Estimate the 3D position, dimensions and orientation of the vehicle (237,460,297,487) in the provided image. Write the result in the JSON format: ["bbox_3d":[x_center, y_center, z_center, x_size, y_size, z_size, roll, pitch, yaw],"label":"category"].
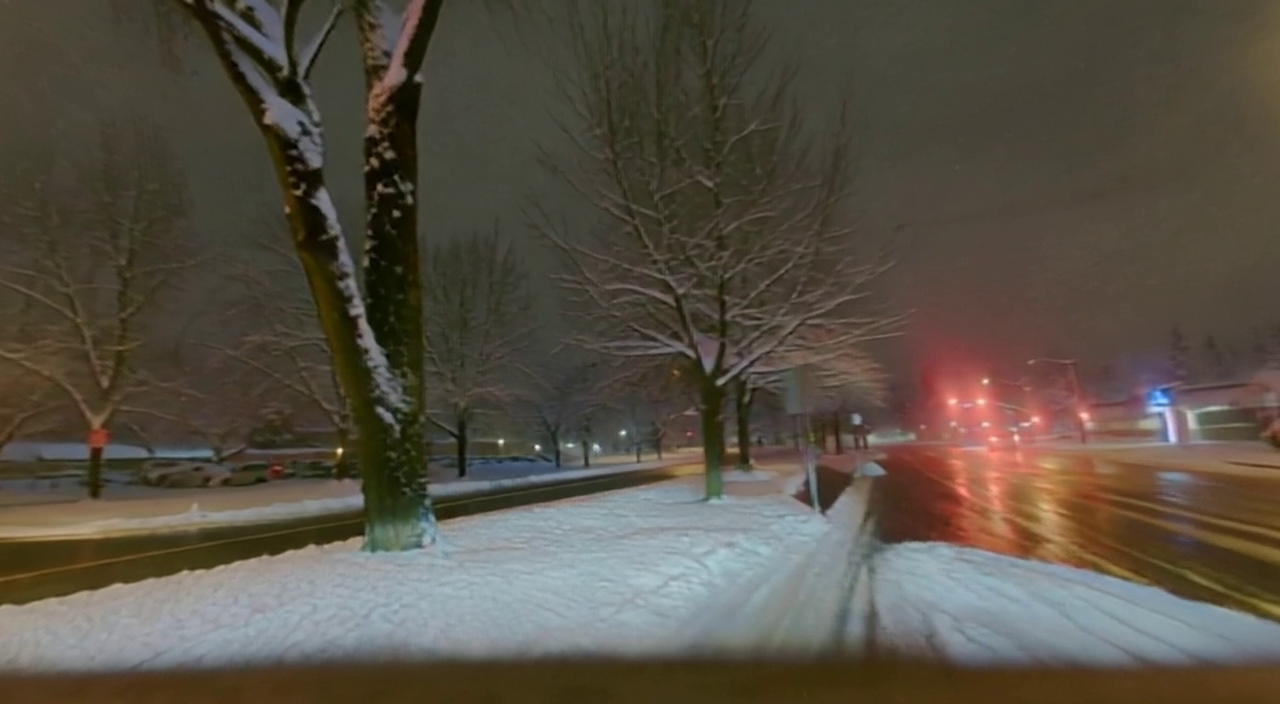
[{"bbox_3d":[-23.969,7.726,40.468,2.121,1.541,5.124,8,-12,-42],"label":"vehicle"}]

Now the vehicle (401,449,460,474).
[{"bbox_3d":[-16.093,8.325,48.300,2.112,1.719,5.483,8,-12,-43],"label":"vehicle"}]

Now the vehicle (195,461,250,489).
[{"bbox_3d":[-25.558,7.460,38.585,2.130,1.458,4.157,7,-11,-40],"label":"vehicle"}]

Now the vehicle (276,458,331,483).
[{"bbox_3d":[-23.631,8.258,44.324,4.416,1.541,2.102,-9,-12,44],"label":"vehicle"}]

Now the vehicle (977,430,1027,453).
[{"bbox_3d":[27.116,6.735,47.455,2.100,1.638,4.545,-3,-9,15],"label":"vehicle"}]

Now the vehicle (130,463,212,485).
[{"bbox_3d":[-33.441,8.692,45.141,4.317,1.418,1.734,1,-9,-9],"label":"vehicle"}]
